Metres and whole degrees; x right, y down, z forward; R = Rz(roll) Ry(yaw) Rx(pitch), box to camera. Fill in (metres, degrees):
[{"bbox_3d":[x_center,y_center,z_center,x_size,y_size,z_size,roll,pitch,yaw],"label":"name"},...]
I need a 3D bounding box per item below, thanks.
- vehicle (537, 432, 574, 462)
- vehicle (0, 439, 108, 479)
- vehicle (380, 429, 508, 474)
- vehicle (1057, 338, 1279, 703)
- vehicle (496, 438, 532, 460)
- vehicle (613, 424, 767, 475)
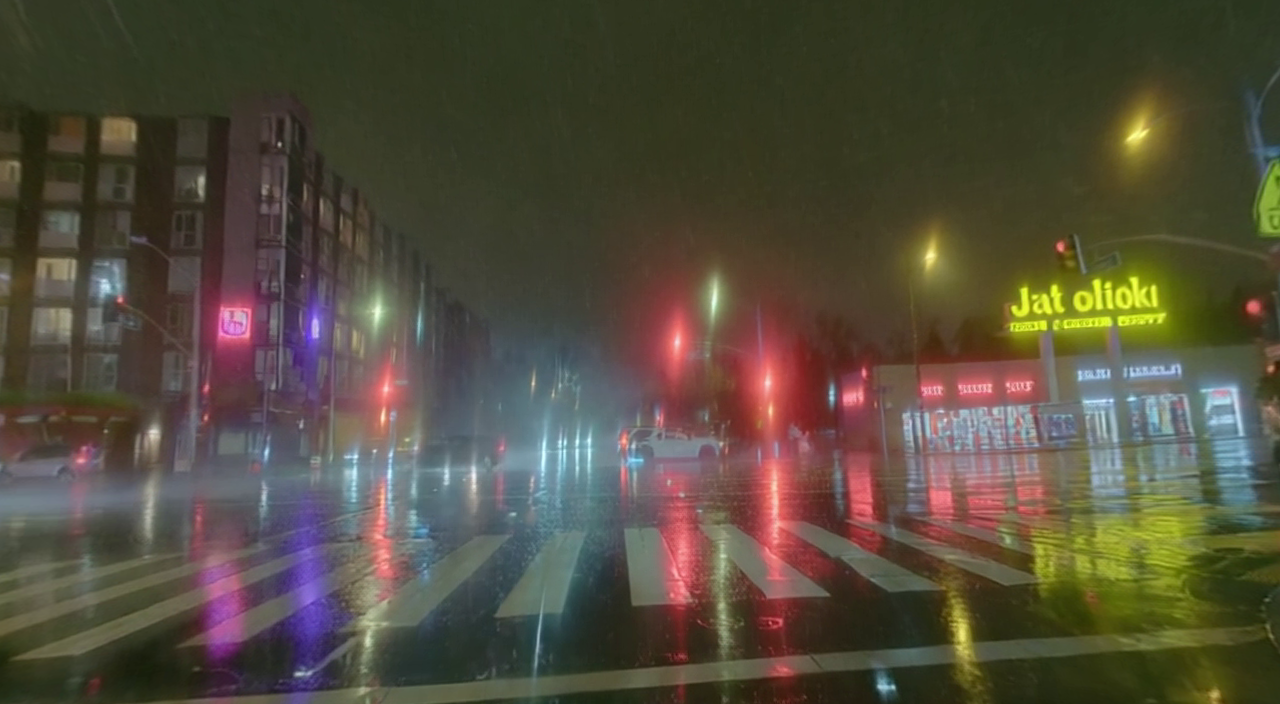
[{"bbox_3d":[-5.115,5.804,38.615,1.976,1.683,4.117,0,-8,-4],"label":"vehicle"},{"bbox_3d":[-31.554,5.609,33.527,2.205,1.903,5.877,1,-9,-9],"label":"vehicle"},{"bbox_3d":[-7.641,3.934,25.030,4.513,1.682,1.810,1,-9,-7],"label":"vehicle"},{"bbox_3d":[3.022,0.611,0.870,1.866,1.654,4.354,0,-8,0],"label":"vehicle"},{"bbox_3d":[-8.624,6.694,43.705,1.906,1.402,4.904,0,-8,-5],"label":"vehicle"},{"bbox_3d":[1.544,3.111,20.359,4.612,1.521,1.811,1,-9,-9],"label":"vehicle"}]
